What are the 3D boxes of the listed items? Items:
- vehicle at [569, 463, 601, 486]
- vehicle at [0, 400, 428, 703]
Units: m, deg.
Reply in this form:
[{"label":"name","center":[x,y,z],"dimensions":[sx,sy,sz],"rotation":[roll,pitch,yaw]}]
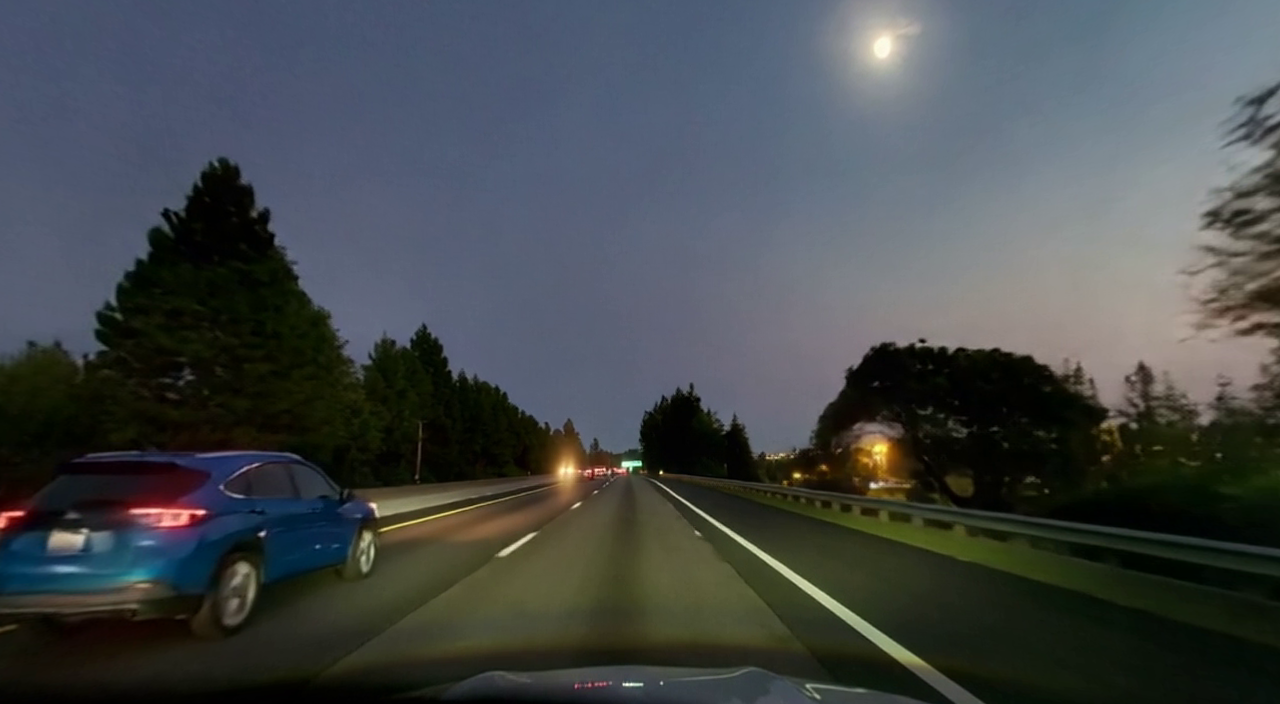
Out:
[{"label":"vehicle","center":[-4.090,9.216,47.523],"dimensions":[2.068,1.592,4.479],"rotation":[1,-10,0]},{"label":"vehicle","center":[-3.784,1.507,5.609],"dimensions":[2.123,1.666,4.709],"rotation":[1,-10,0]}]
